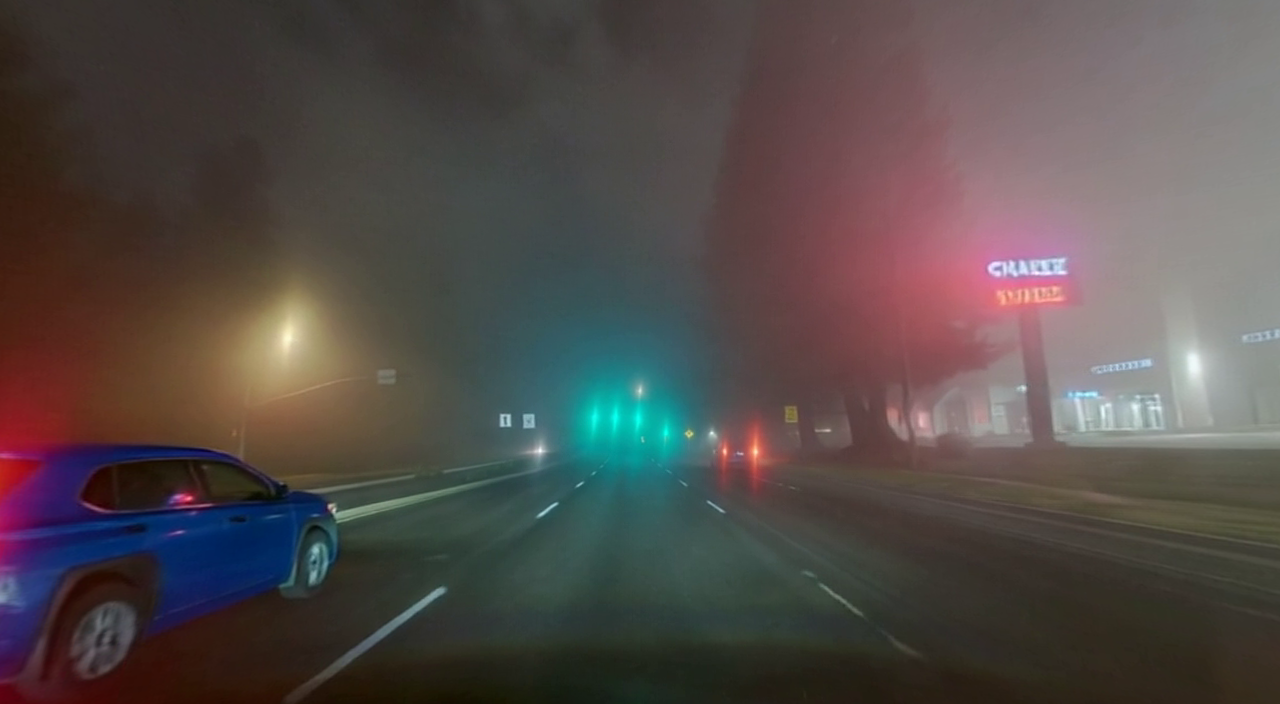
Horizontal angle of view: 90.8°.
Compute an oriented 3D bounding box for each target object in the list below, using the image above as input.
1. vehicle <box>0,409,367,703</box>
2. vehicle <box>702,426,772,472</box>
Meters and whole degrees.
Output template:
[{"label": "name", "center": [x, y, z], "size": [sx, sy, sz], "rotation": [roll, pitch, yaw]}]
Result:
[{"label": "vehicle", "center": [-3.799, 1.217, 4.271], "size": [2.017, 1.470, 4.293], "rotation": [0, -8, -1]}, {"label": "vehicle", "center": [4.581, 4.733, 30.928], "size": [2.476, 2.016, 5.586], "rotation": [0, -8, 0]}]
